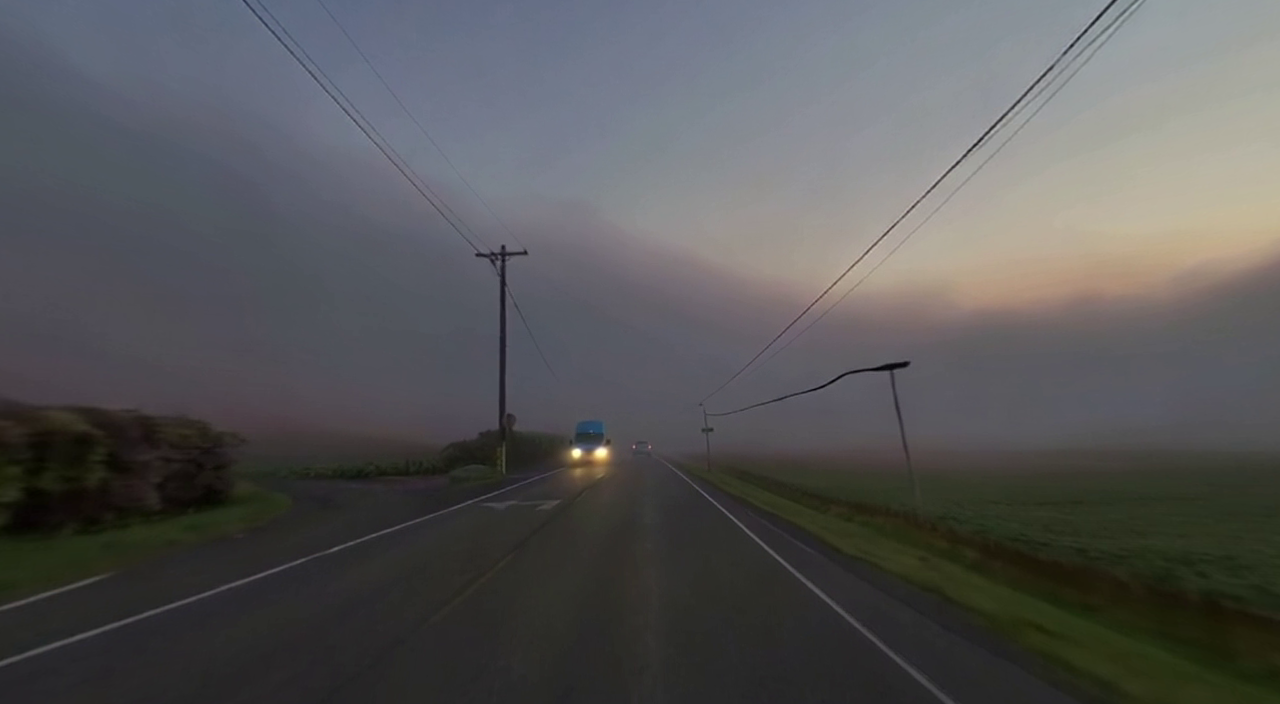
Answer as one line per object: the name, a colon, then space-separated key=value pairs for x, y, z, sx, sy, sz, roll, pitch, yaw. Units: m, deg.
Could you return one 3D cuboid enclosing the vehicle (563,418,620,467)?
vehicle: x=-3.343 y=6.607 z=45.556 sx=3.183 sy=3.230 sz=7.566 roll=0 pitch=-8 yaw=2
